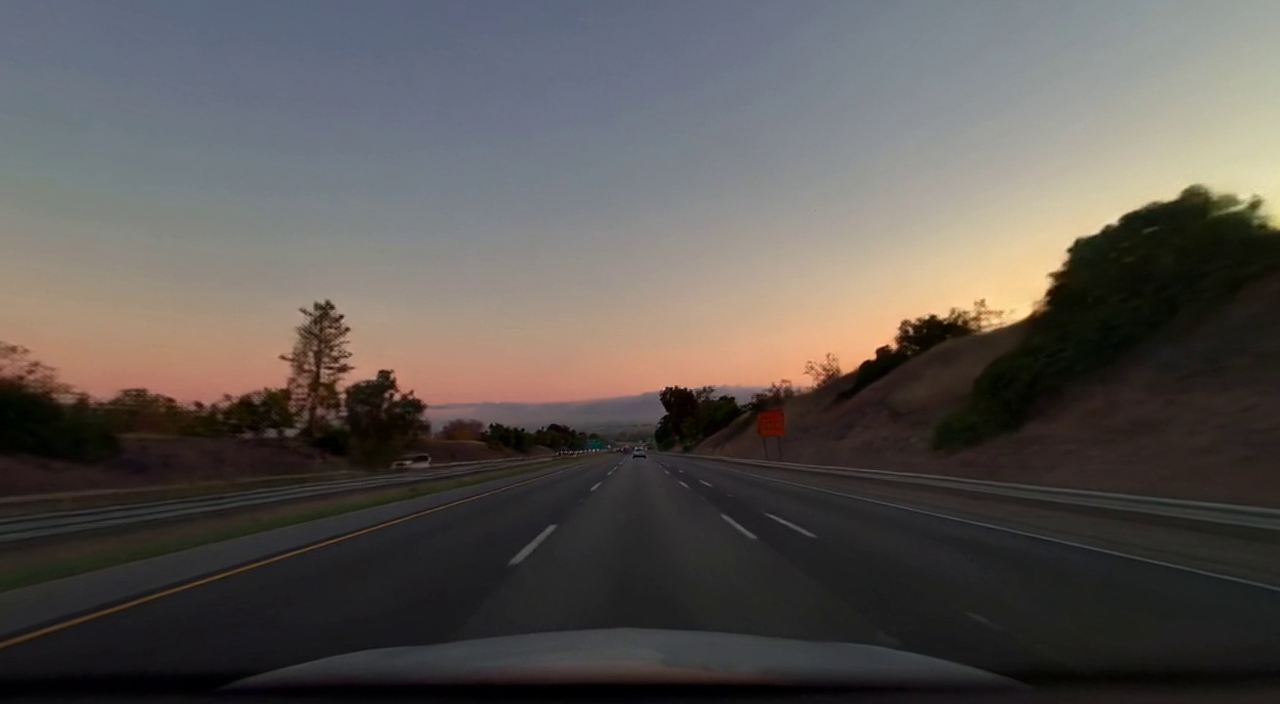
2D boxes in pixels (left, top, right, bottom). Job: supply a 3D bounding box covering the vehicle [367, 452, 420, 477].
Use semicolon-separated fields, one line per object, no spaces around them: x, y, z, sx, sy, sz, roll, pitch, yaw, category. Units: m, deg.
-16.719;7.609;42.748;1.896;1.576;4.138;-1;-9;0;vehicle
